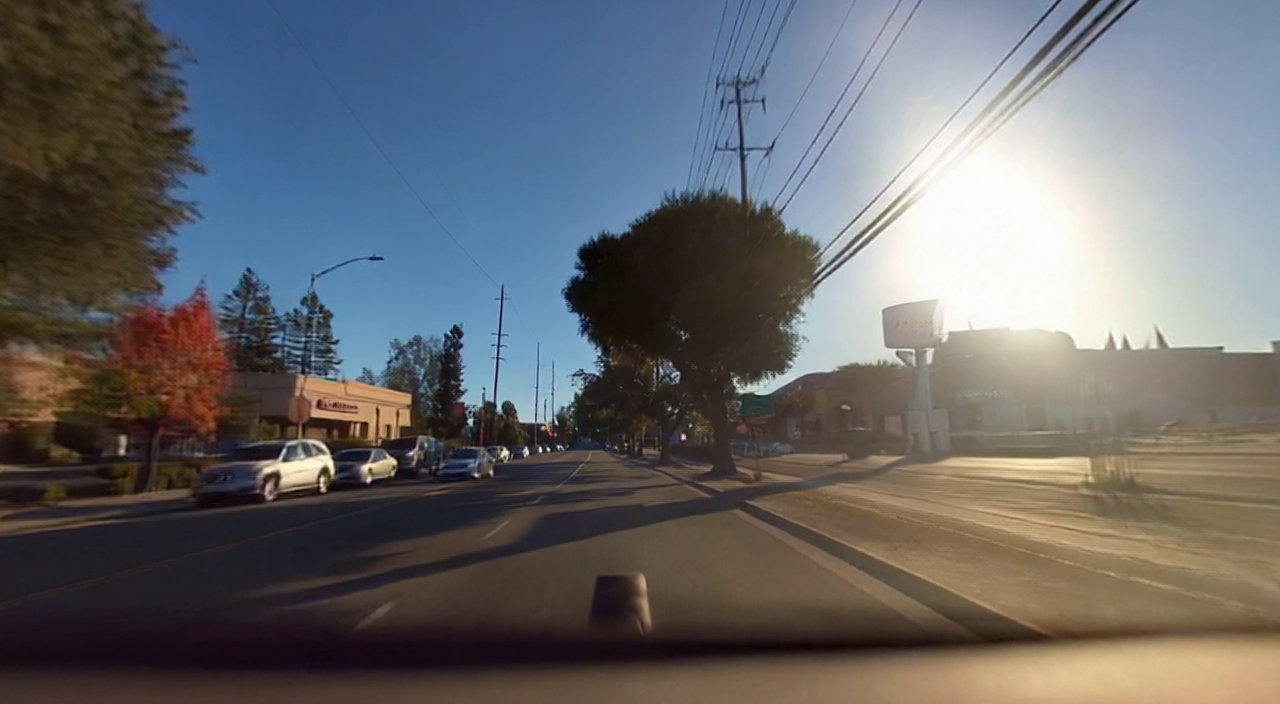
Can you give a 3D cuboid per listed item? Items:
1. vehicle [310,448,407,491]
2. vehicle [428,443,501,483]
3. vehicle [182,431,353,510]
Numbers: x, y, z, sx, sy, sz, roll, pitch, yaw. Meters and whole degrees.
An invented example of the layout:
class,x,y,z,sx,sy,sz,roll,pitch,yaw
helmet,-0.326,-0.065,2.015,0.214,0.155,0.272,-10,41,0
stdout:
class,x,y,z,sx,sy,sz,roll,pitch,yaw
vehicle,-10.576,4.405,24.147,1.842,1.461,4.568,0,-9,-4
vehicle,-7.145,4.560,26.234,1.849,1.512,4.302,0,-9,-1
vehicle,-10.211,3.268,17.960,2.016,1.872,5.297,1,-9,-5
